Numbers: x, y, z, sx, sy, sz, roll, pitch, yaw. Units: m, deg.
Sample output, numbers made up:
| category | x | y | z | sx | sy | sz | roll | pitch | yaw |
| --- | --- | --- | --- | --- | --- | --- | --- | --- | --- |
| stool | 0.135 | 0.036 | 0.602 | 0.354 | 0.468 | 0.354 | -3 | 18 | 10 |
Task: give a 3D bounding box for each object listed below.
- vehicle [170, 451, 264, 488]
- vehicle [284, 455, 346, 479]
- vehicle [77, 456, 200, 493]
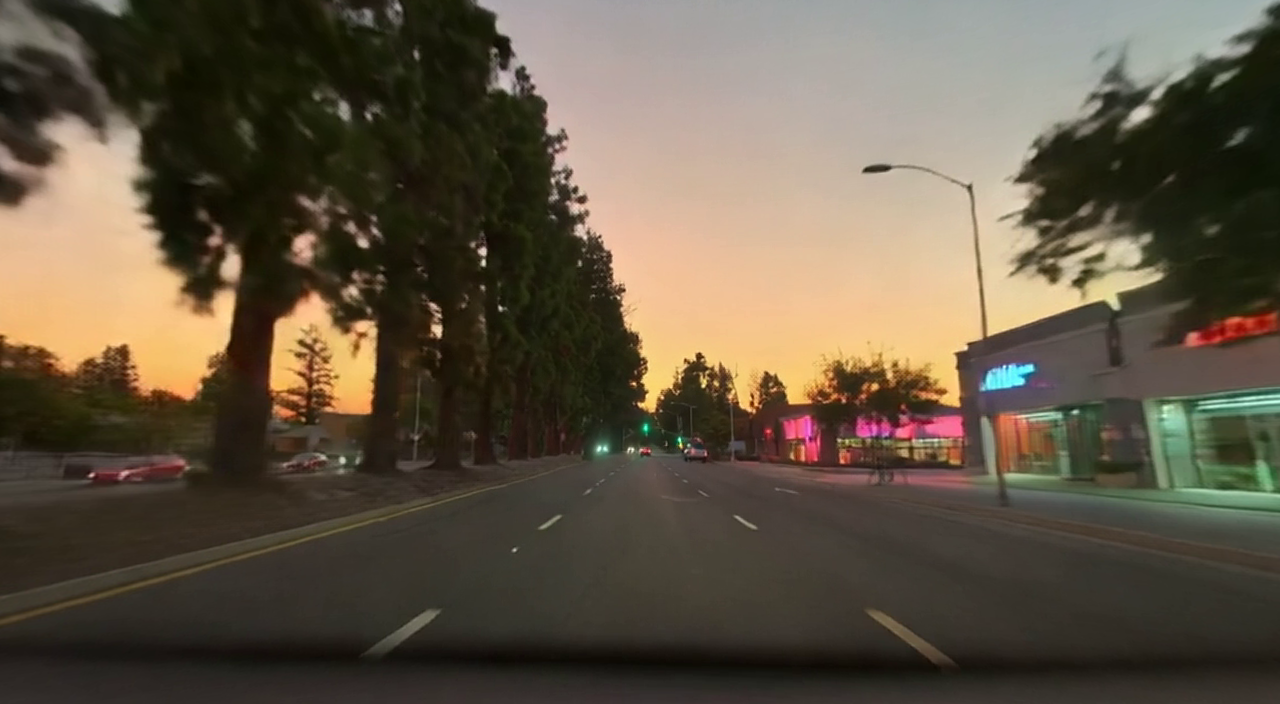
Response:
| category | x | y | z | sx | sy | sz | roll | pitch | yaw |
| --- | --- | --- | --- | --- | --- | --- | --- | --- | --- |
| vehicle | -22.430 | 6.254 | 33.728 | 1.902 | 1.609 | 4.689 | -7 | -10 | -1 |
| vehicle | -22.392 | 7.894 | 43.696 | 1.771 | 1.524 | 4.592 | -1 | -9 | 1 |
| vehicle | -22.491 | 5.472 | 28.588 | 1.846 | 1.452 | 4.484 | -1 | -9 | 0 |
